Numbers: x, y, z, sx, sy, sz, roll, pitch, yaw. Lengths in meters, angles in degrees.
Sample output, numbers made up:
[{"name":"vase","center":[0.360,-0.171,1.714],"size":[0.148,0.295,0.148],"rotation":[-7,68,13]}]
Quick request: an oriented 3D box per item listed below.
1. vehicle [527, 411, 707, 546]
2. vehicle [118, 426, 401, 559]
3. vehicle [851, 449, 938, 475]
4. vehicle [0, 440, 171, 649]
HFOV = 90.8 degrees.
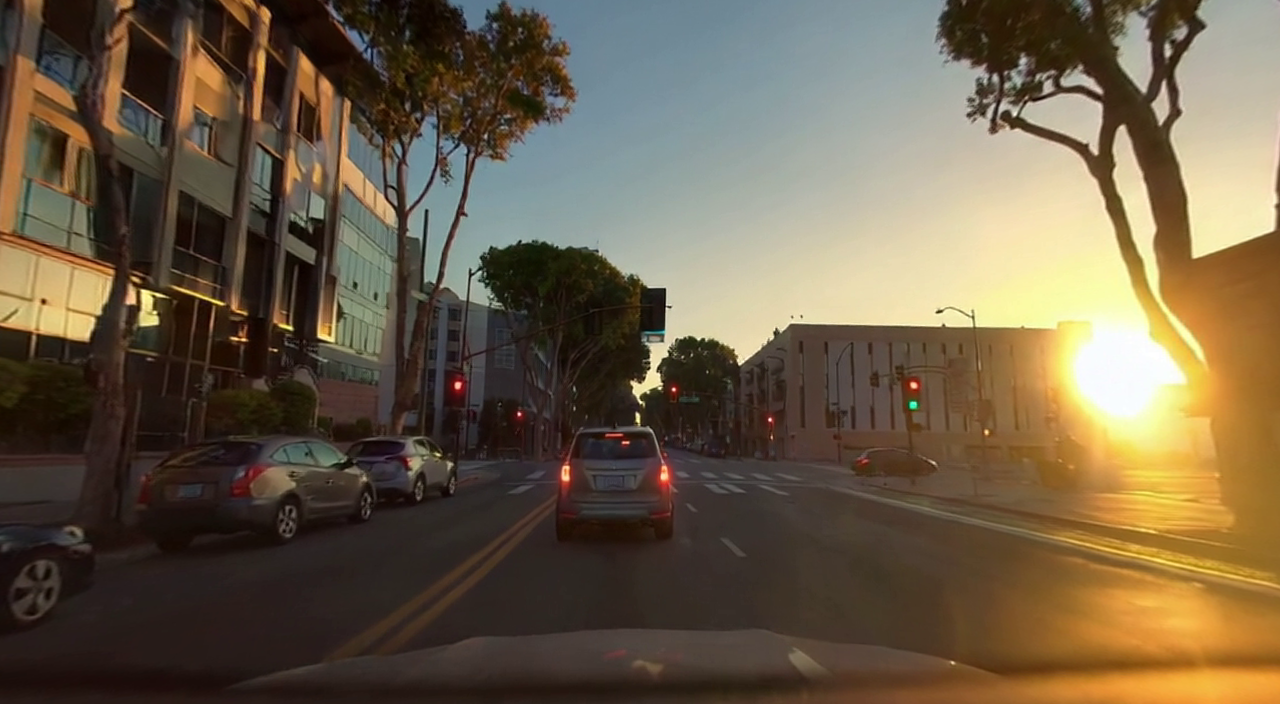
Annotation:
[{"name":"vehicle","center":[-0.267,1.898,10.009],"size":[2.258,1.687,3.934],"rotation":[0,-9,1]},{"name":"vehicle","center":[-5.770,2.153,10.465],"size":[1.904,1.684,4.529],"rotation":[0,-9,-1]},{"name":"vehicle","center":[15.992,6.904,39.795],"size":[4.638,1.555,1.824],"rotation":[0,-9,-3]},{"name":"vehicle","center":[-5.557,1.266,3.777],"size":[1.841,1.466,4.364],"rotation":[-1,-9,6]}]
